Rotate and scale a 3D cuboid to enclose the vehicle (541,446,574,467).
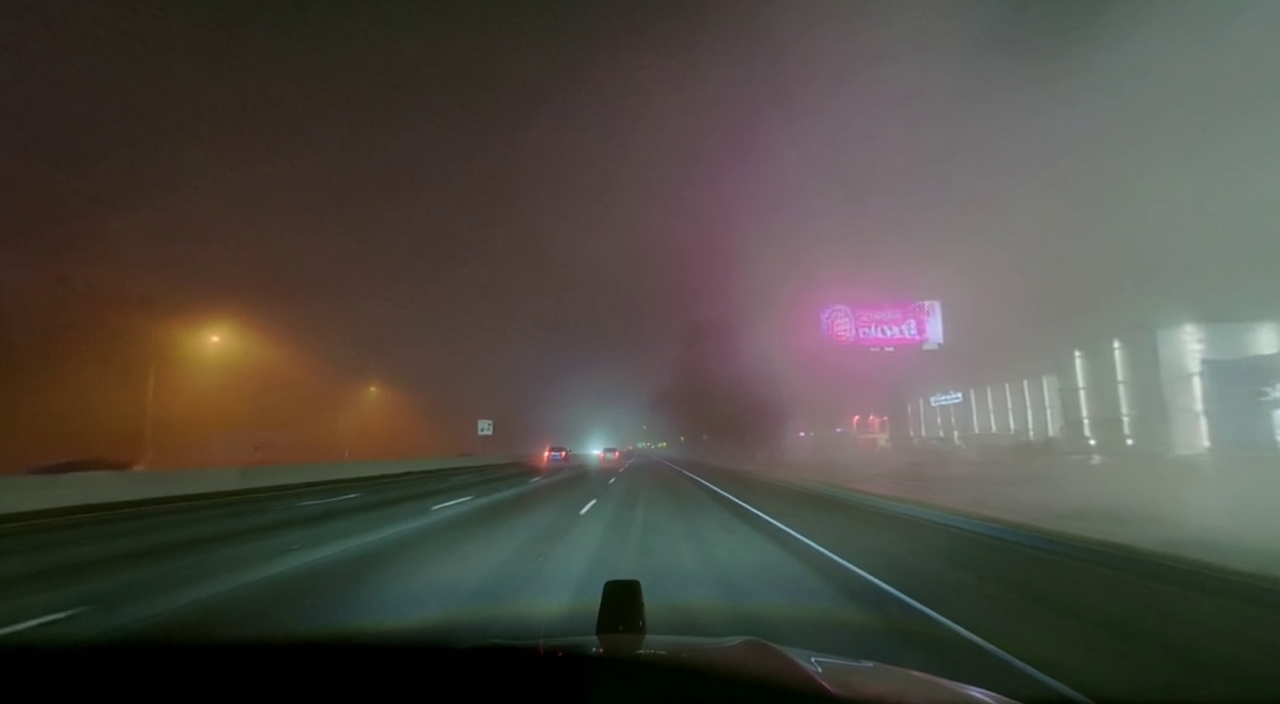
[{"bbox_3d":[-6.285,7.991,48.422,1.936,1.462,4.388,-1,-8,1],"label":"vehicle"}]
